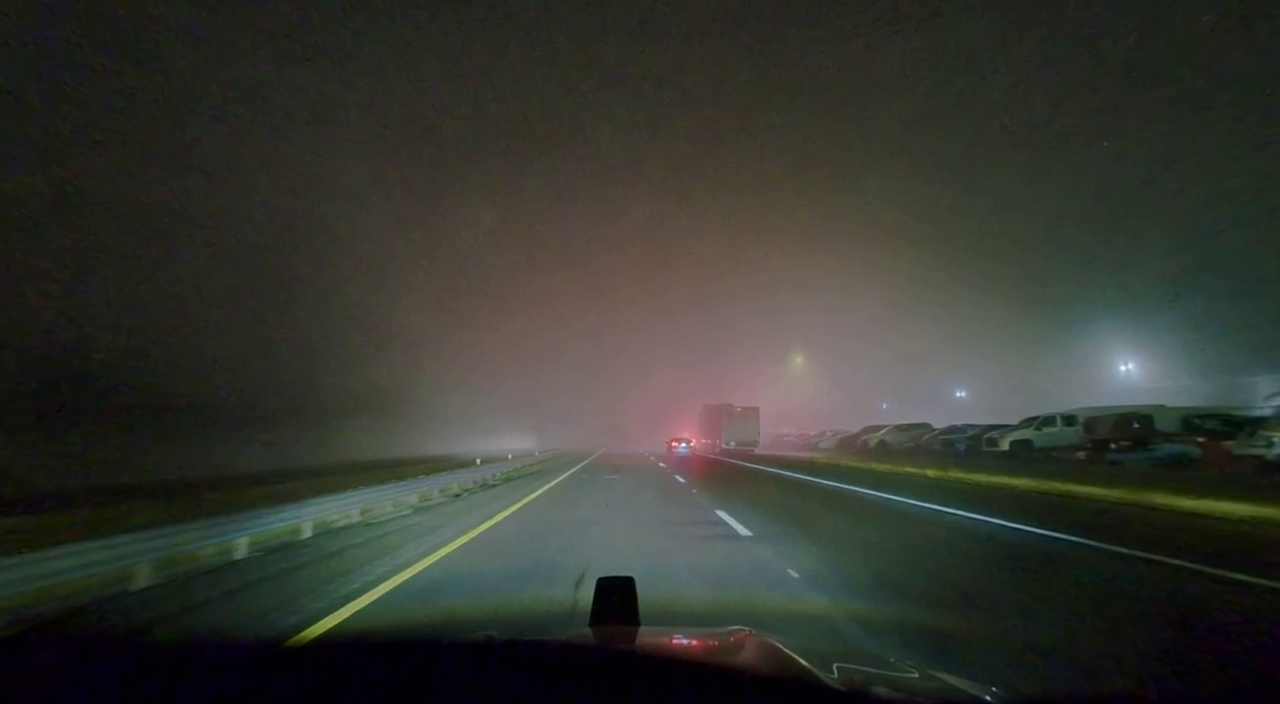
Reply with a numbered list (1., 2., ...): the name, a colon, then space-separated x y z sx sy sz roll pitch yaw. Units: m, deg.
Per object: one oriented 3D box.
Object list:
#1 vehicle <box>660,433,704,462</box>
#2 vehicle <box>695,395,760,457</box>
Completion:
1. vehicle: 2.243 5.270 34.904 2.037 1.504 4.248 0 -8 -2
2. vehicle: 6.450 5.840 48.833 2.937 4.119 14.096 0 -8 0
